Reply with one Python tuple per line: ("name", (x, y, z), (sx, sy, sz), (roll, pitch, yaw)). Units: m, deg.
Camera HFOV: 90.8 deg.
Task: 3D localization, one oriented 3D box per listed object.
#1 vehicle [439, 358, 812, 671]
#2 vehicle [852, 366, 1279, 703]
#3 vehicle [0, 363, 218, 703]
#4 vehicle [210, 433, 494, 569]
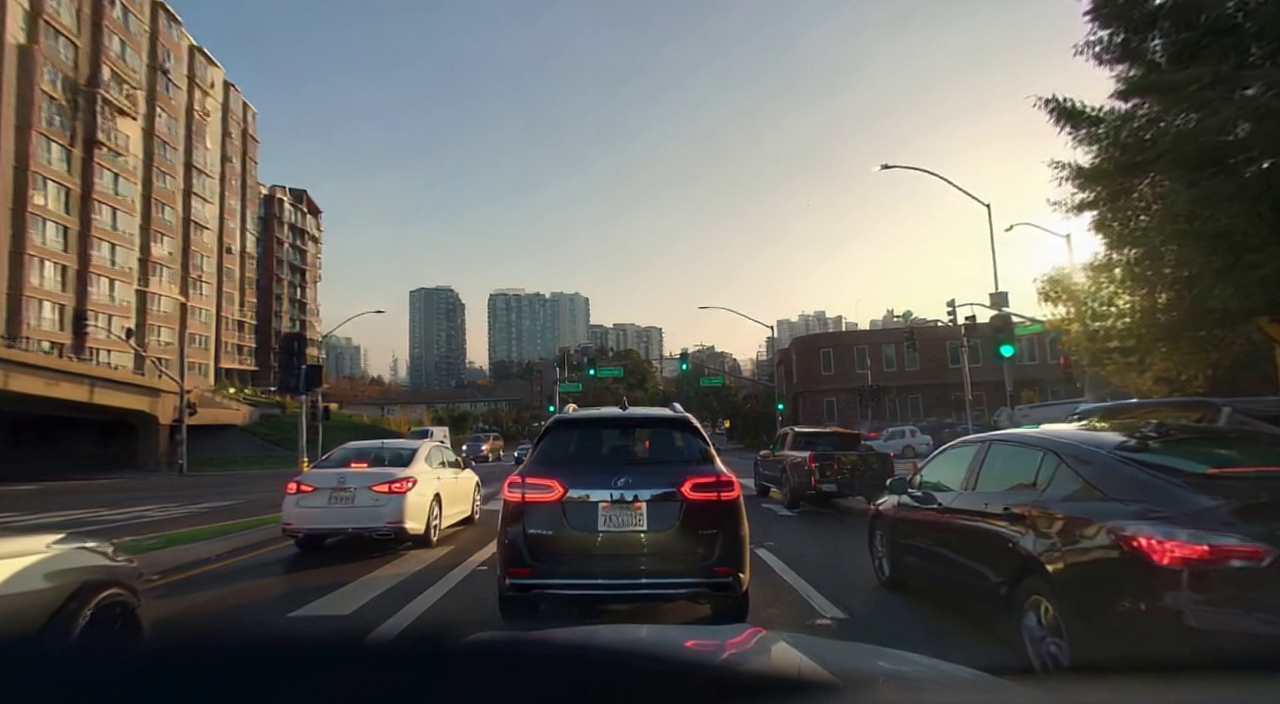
("vehicle", (-0.105, 1.348, 6.509), (2.206, 1.858, 5.332), (0, -8, 0))
("vehicle", (3.181, 1.149, 4.342), (1.906, 1.608, 4.137), (0, -8, -1))
("vehicle", (-3.822, 0.722, 1.500), (2.126, 1.693, 5.289), (0, -8, -2))
("vehicle", (-3.794, 2.025, 9.513), (2.055, 1.488, 4.733), (0, -8, 0))
